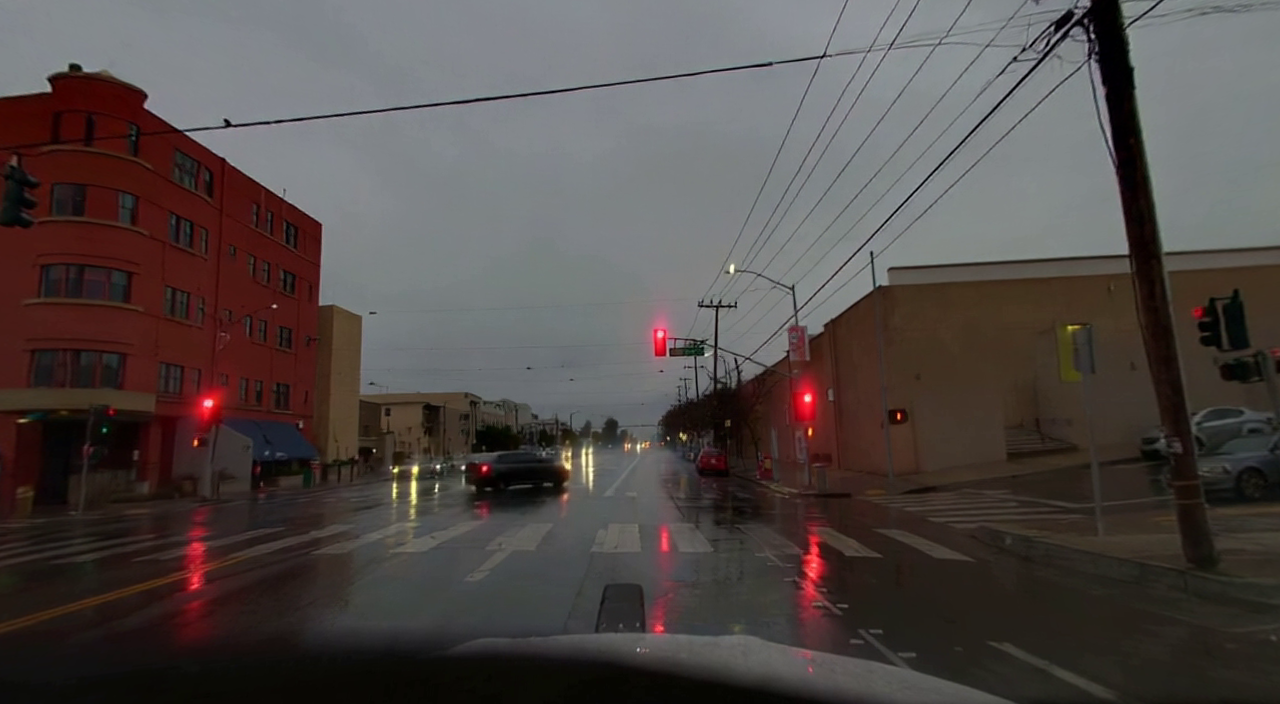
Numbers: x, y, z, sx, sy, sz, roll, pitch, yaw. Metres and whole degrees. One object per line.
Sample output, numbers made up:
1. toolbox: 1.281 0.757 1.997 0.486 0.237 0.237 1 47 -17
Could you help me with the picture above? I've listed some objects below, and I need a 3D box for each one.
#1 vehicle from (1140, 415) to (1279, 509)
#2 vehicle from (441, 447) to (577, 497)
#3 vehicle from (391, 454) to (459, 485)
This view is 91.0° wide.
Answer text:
1. vehicle: 12.653 2.201 12.779 3.234 1.746 1.941 0 -9 1
2. vehicle: -4.744 4.378 23.421 2.120 1.650 4.525 -7 -12 41
3. vehicle: -12.046 6.591 35.564 1.943 1.574 4.727 0 -9 3
